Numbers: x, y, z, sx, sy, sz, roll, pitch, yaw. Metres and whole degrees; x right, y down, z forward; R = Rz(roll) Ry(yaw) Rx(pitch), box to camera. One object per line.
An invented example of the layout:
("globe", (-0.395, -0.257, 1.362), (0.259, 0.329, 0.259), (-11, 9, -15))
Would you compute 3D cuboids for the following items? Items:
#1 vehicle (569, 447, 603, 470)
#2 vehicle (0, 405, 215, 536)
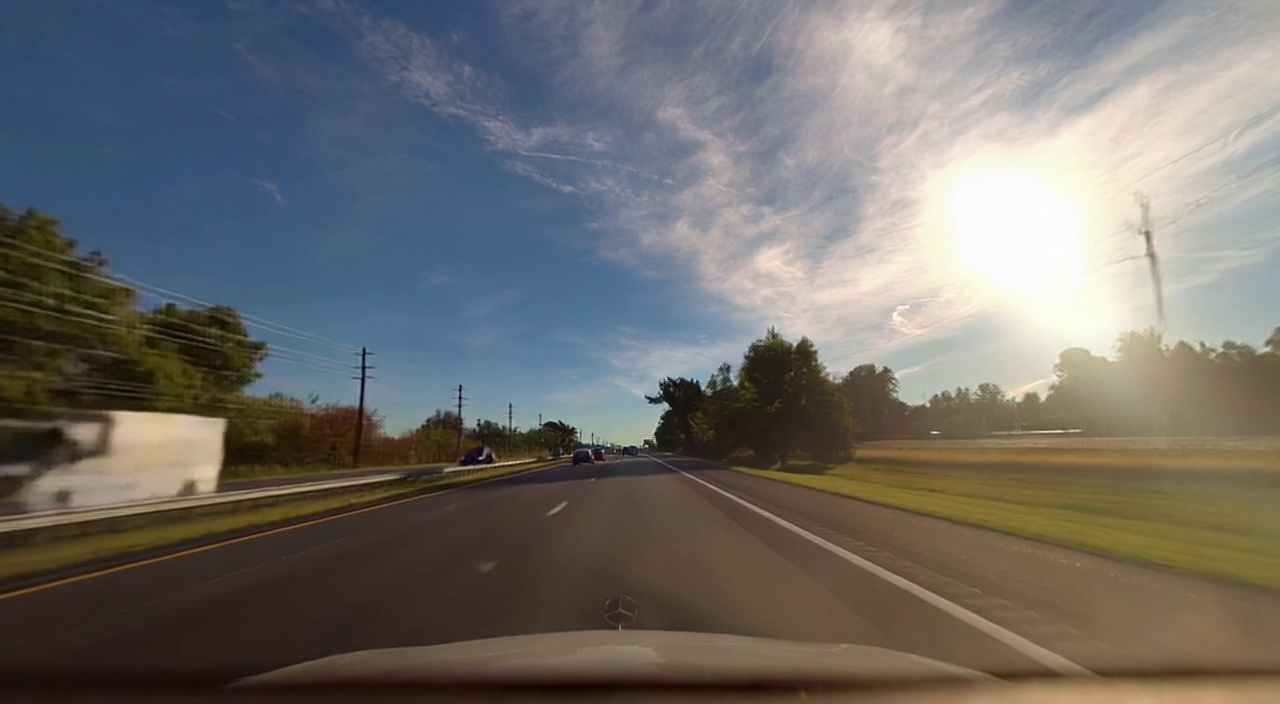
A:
("vehicle", (-3.881, 7.741, 45.642), (2.123, 1.545, 4.404), (0, -9, 0))
("vehicle", (-12.740, 2.597, 14.277), (2.329, 2.393, 5.349), (0, -9, -1))
